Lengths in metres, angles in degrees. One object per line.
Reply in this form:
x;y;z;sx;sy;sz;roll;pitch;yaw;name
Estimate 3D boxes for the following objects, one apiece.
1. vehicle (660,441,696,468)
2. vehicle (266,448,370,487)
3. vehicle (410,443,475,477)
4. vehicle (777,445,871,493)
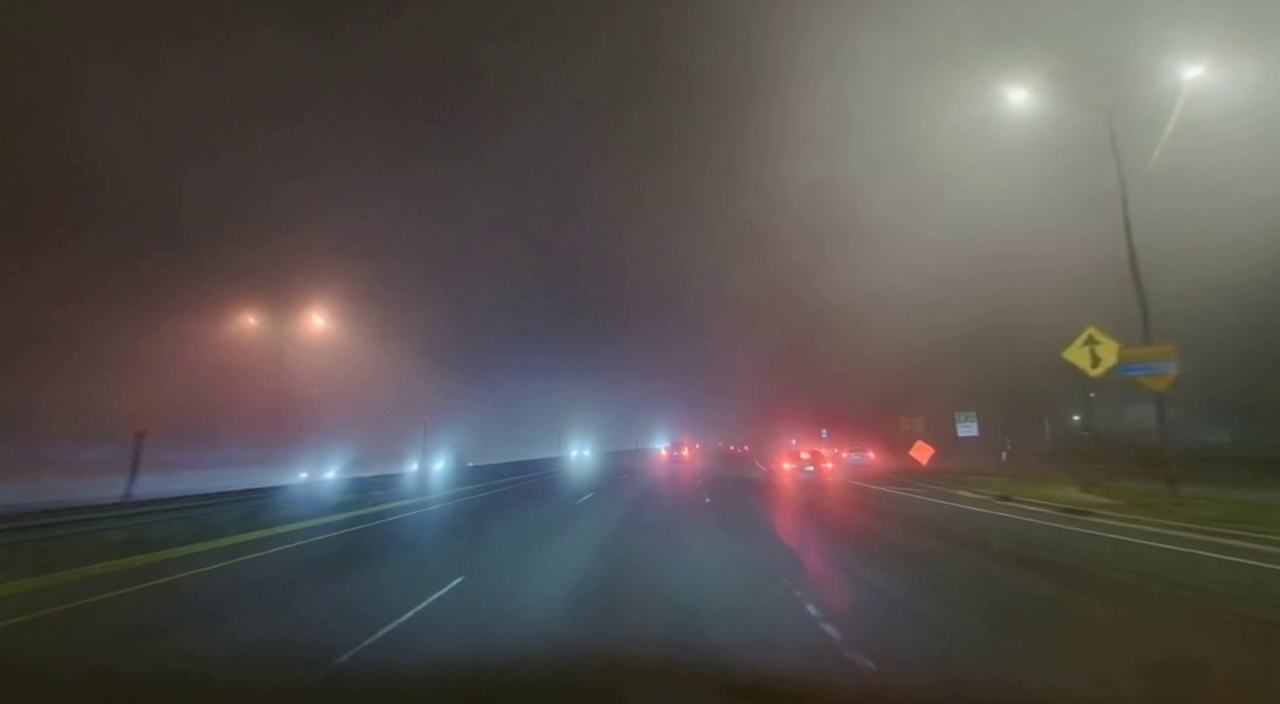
2.517;6.649;41.141;2.201;1.676;4.541;-1;-9;4;vehicle
-14.671;5.275;29.161;2.186;1.628;4.551;-1;-9;4;vehicle
-10.734;5.893;34.685;1.957;1.688;4.315;-1;-9;4;vehicle
6.189;3.956;21.743;2.044;1.474;4.083;0;-9;1;vehicle
